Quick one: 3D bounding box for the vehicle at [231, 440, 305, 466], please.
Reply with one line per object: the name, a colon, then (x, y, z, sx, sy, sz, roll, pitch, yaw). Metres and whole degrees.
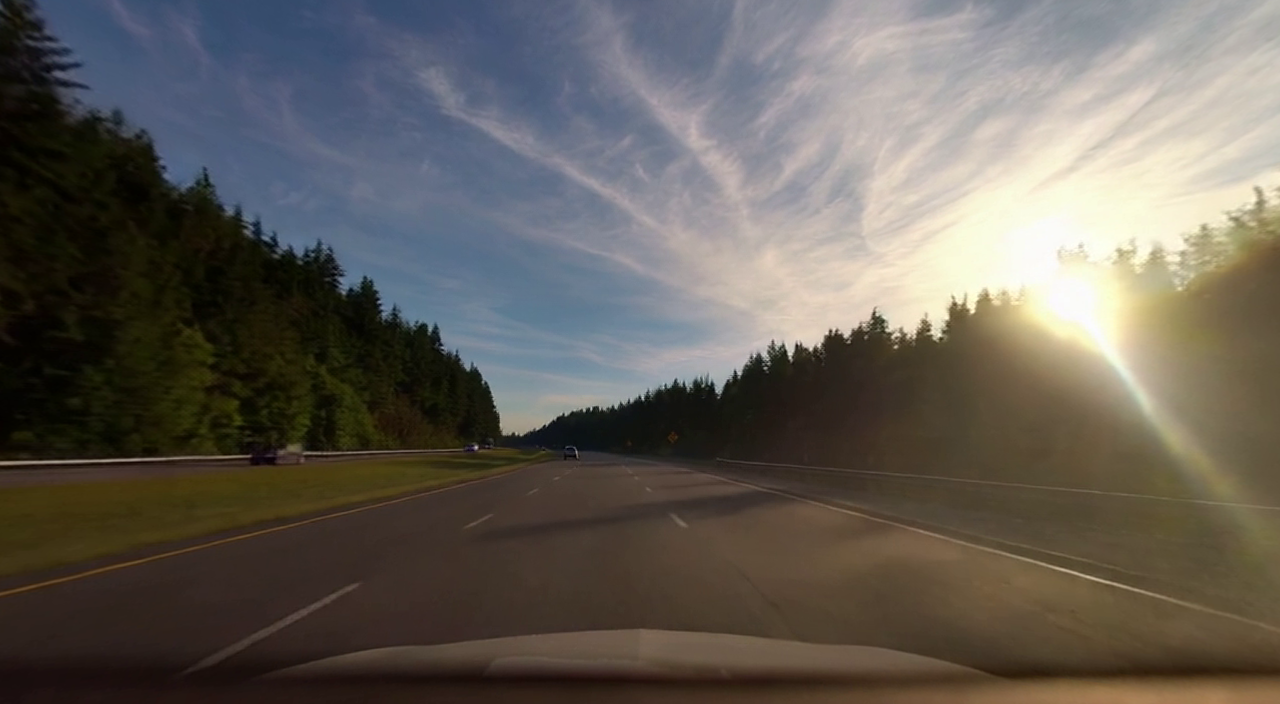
vehicle: (-22.179, 6.056, 37.864, 1.814, 1.439, 4.704, 0, -9, -3)
